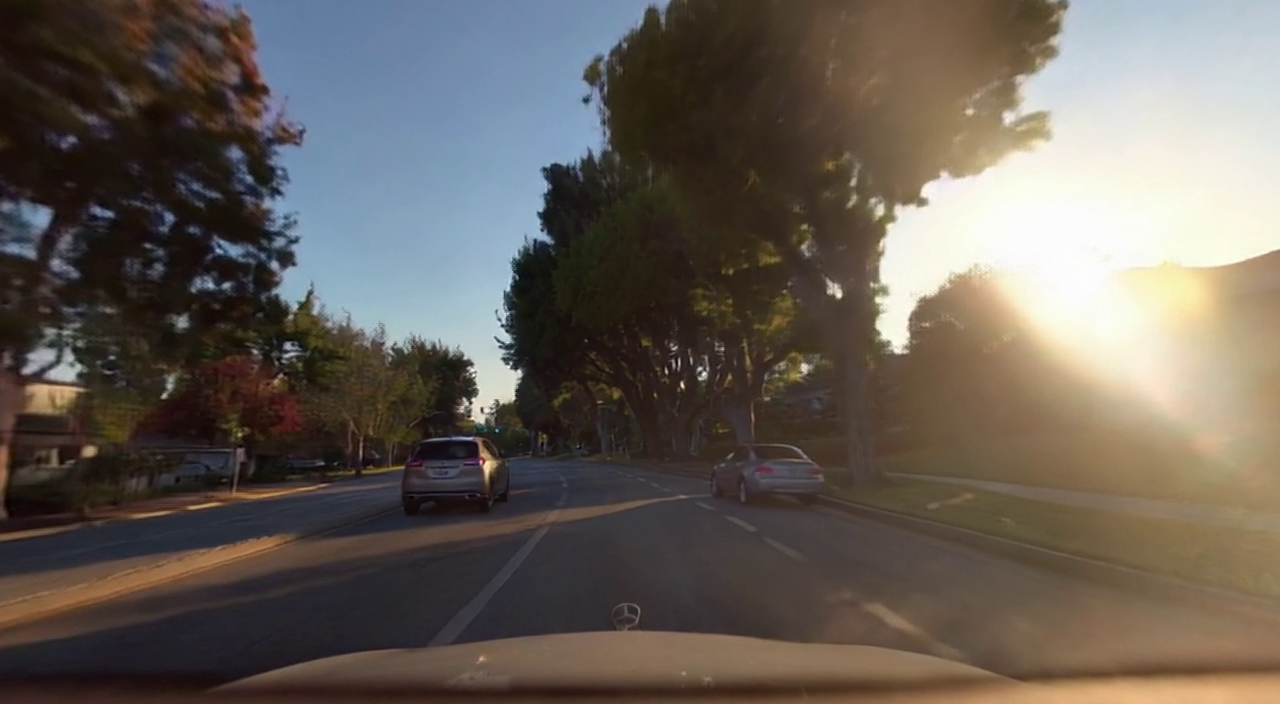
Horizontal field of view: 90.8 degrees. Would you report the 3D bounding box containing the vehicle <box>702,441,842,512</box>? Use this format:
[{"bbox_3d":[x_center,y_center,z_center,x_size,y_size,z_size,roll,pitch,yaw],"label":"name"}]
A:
[{"bbox_3d":[2.985,2.919,15.398,1.928,1.447,4.386,1,-9,-8],"label":"vehicle"}]

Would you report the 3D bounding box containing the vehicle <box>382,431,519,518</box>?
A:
[{"bbox_3d":[-4.358,2.873,15.364,2.175,1.772,4.442,0,-9,-3],"label":"vehicle"}]

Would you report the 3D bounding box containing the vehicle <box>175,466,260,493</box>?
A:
[{"bbox_3d":[-25.617,7.710,38.398,3.892,1.323,1.741,0,-7,-11],"label":"vehicle"}]
